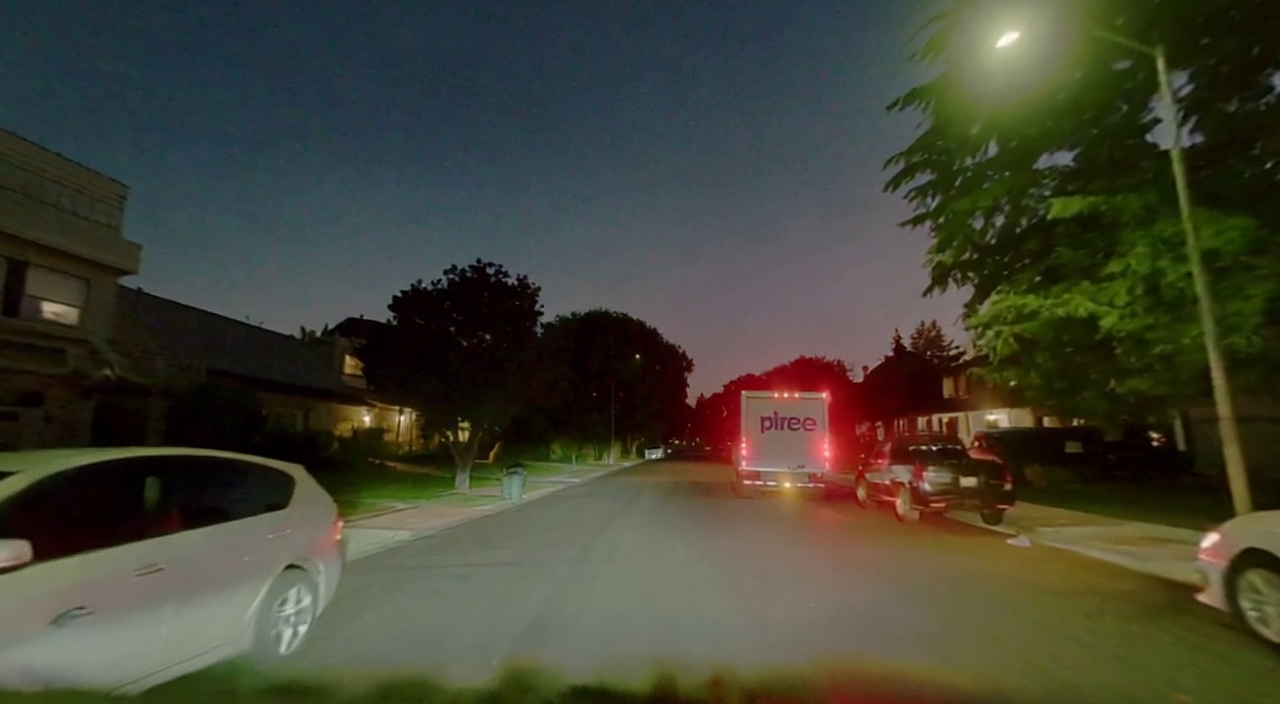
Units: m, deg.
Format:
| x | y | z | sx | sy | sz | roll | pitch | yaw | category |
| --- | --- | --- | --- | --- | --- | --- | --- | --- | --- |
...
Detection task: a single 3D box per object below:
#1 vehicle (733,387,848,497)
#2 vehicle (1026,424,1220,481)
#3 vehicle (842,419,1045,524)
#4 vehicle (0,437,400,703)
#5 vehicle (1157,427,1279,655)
| x | y | z | sx | sy | sz | roll | pitch | yaw | category |
| --- | --- | --- | --- | --- | --- | --- | --- | --- | --- |
| 4.749 | 3.068 | 21.436 | 2.924 | 3.018 | 7.600 | -1 | -9 | 7 | vehicle |
| 15.117 | 3.163 | 19.910 | 4.418 | 1.695 | 1.931 | 0 | -8 | 2 | vehicle |
| 6.283 | 2.517 | 13.802 | 2.410 | 1.902 | 4.277 | -1 | -8 | 3 | vehicle |
| -3.318 | 1.124 | 2.926 | 1.938 | 1.402 | 5.095 | 2 | -9 | 6 | vehicle |
| 5.169 | 1.068 | 2.856 | 1.943 | 1.511 | 4.582 | -1 | -8 | 4 | vehicle |
